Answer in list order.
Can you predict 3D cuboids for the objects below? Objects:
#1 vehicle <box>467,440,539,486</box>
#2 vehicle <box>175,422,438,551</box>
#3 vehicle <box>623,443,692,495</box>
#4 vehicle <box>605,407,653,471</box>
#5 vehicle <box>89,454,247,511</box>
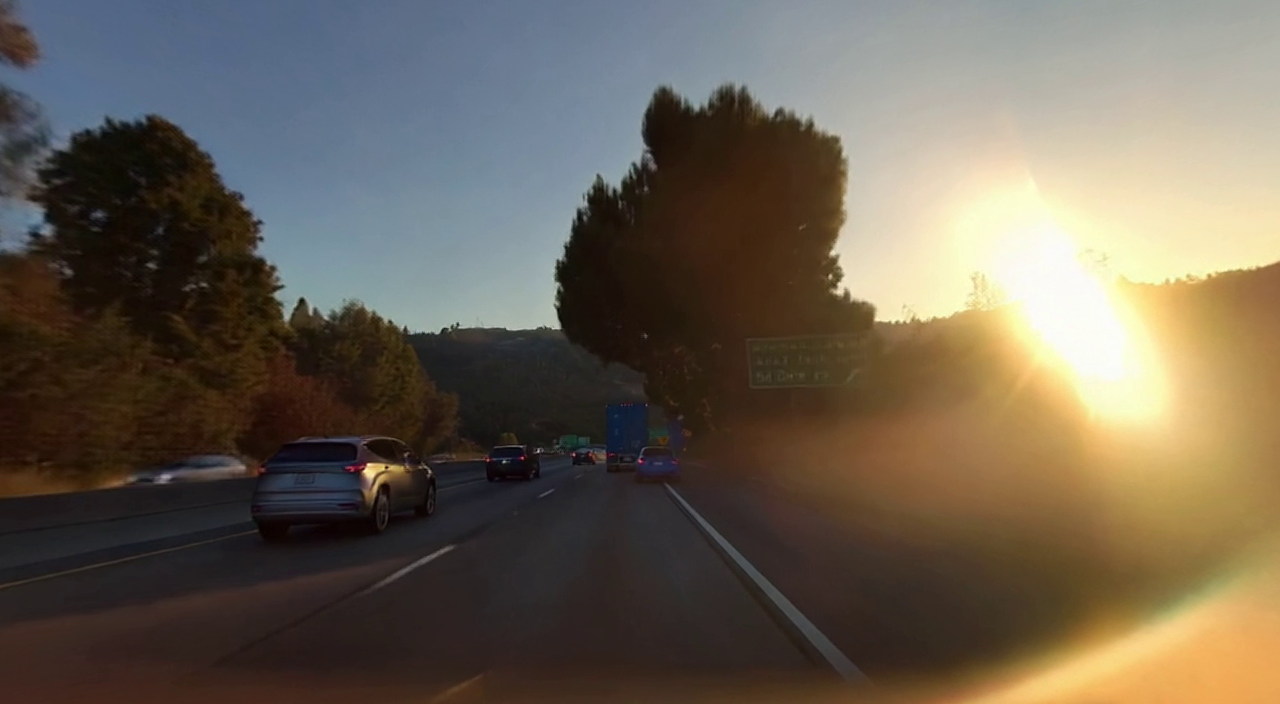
[{"bbox_3d":[-5.401,4.421,25.240,2.035,1.664,4.064,0,-9,-1],"label":"vehicle"},{"bbox_3d":[-5.055,2.086,10.342,2.100,1.671,4.105,0,-9,-1],"label":"vehicle"},{"bbox_3d":[0.458,3.750,20.426,2.026,1.489,4.045,0,-9,-1],"label":"vehicle"},{"bbox_3d":[-0.954,6.495,46.255,3.113,4.066,10.786,0,-9,-2],"label":"vehicle"},{"bbox_3d":[-13.902,3.831,18.780,1.792,1.467,3.809,0,-9,-2],"label":"vehicle"}]
